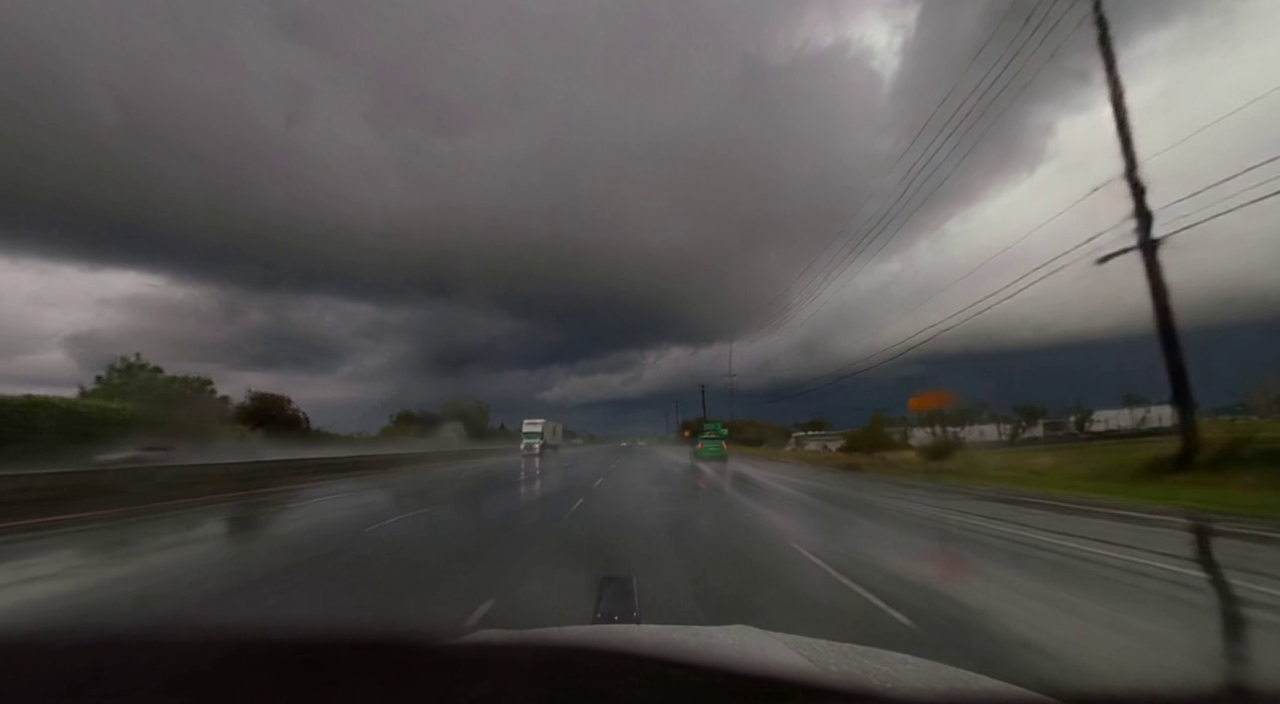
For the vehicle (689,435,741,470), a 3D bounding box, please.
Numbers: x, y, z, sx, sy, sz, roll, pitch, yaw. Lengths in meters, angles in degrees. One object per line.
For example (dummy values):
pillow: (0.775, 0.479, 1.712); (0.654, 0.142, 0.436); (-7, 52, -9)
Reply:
vehicle: (3.640, 4.967, 31.335); (1.977, 1.581, 4.428); (0, -8, 0)
